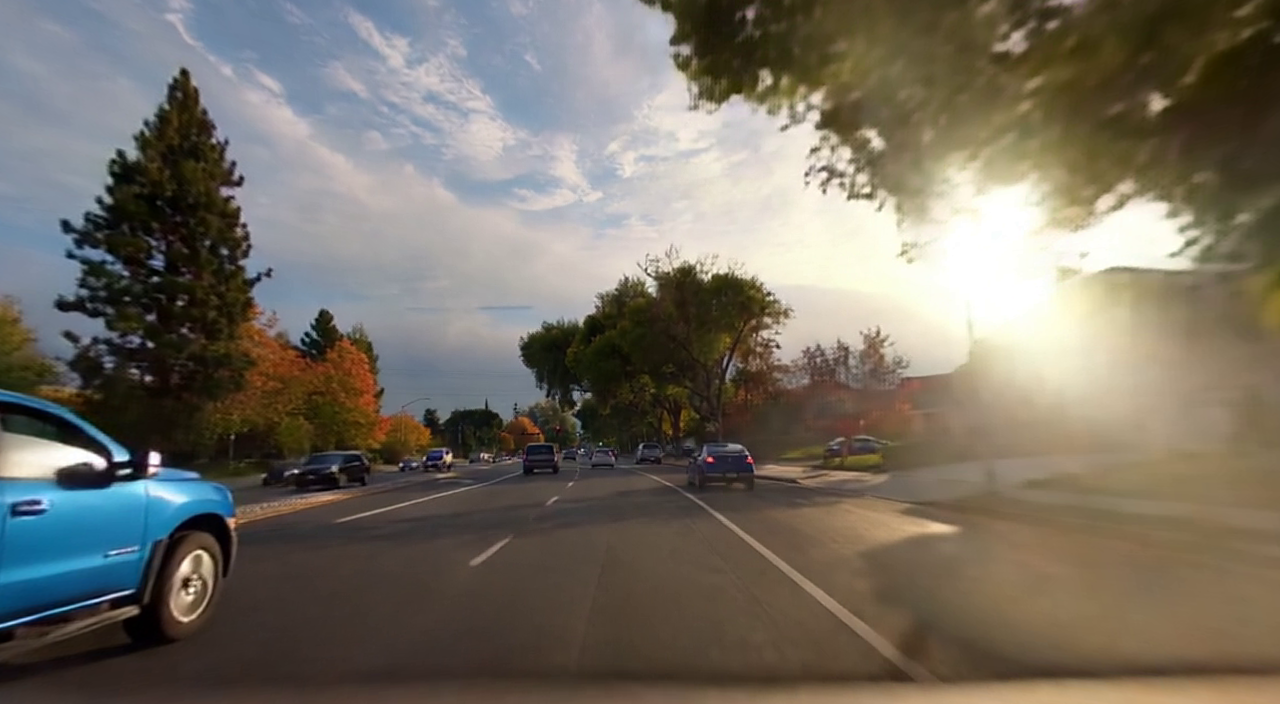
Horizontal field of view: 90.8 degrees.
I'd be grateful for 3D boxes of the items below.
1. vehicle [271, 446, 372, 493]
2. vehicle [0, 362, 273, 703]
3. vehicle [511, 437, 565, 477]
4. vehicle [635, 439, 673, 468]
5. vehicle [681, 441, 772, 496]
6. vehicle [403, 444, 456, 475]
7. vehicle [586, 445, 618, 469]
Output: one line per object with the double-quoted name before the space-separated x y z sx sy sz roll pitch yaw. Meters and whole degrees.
"vehicle" -12.812 4.714 25.747 2.017 1.691 4.351 1 -8 -3
"vehicle" -4.048 0.853 2.462 2.111 1.745 5.274 0 -8 -1
"vehicle" -5.064 5.239 31.900 2.218 1.829 4.492 1 -8 -3
"vehicle" 0.926 6.972 43.648 2.099 1.845 4.363 1 -8 -6
"vehicle" 2.453 3.407 18.976 1.884 1.463 4.195 1 -8 -4
"vehicle" -14.275 7.259 43.146 2.206 1.939 4.859 1 -8 -4
"vehicle" -2.622 7.045 42.761 2.030 1.477 4.330 1 -8 -5
